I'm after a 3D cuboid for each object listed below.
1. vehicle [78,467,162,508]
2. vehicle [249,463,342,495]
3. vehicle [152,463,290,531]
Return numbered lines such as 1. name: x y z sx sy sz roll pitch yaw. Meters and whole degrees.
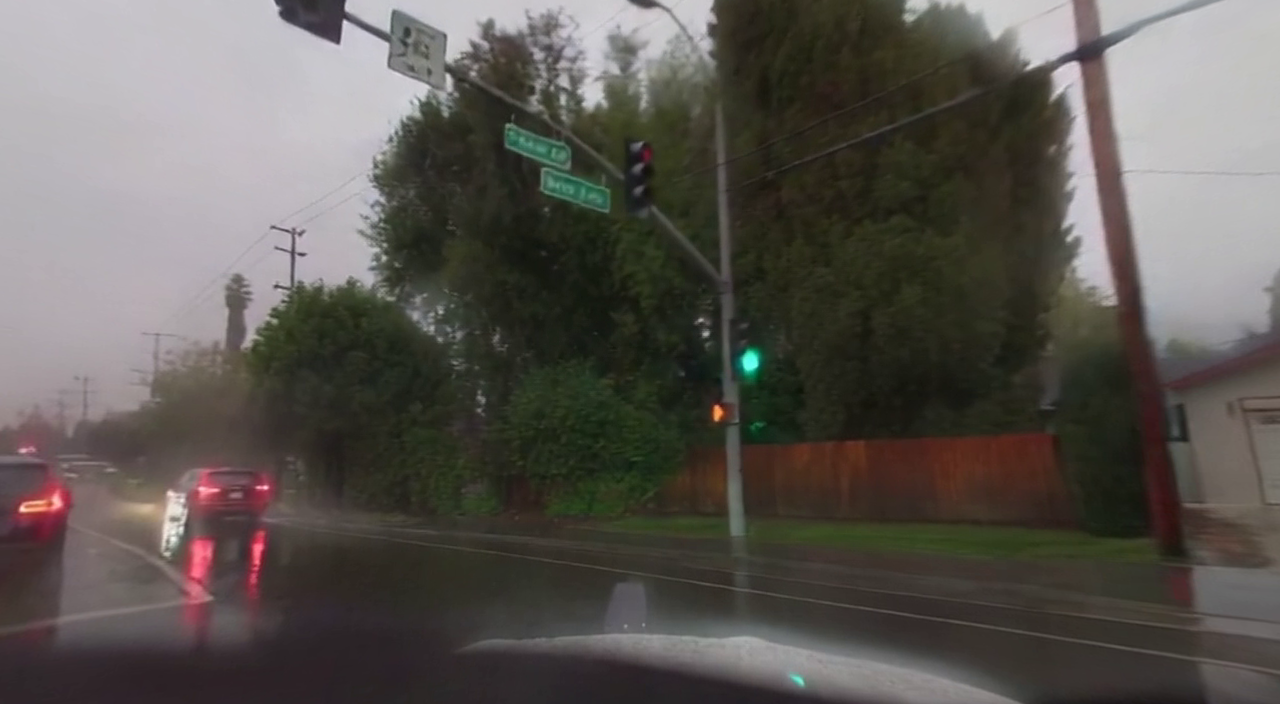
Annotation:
1. vehicle: -22.520 5.783 27.237 4.343 1.492 2.063 -8 -11 42
2. vehicle: -22.244 8.187 40.850 1.938 1.754 4.839 -7 -11 36
3. vehicle: -11.827 3.936 17.656 4.512 1.506 2.078 -8 -11 42
